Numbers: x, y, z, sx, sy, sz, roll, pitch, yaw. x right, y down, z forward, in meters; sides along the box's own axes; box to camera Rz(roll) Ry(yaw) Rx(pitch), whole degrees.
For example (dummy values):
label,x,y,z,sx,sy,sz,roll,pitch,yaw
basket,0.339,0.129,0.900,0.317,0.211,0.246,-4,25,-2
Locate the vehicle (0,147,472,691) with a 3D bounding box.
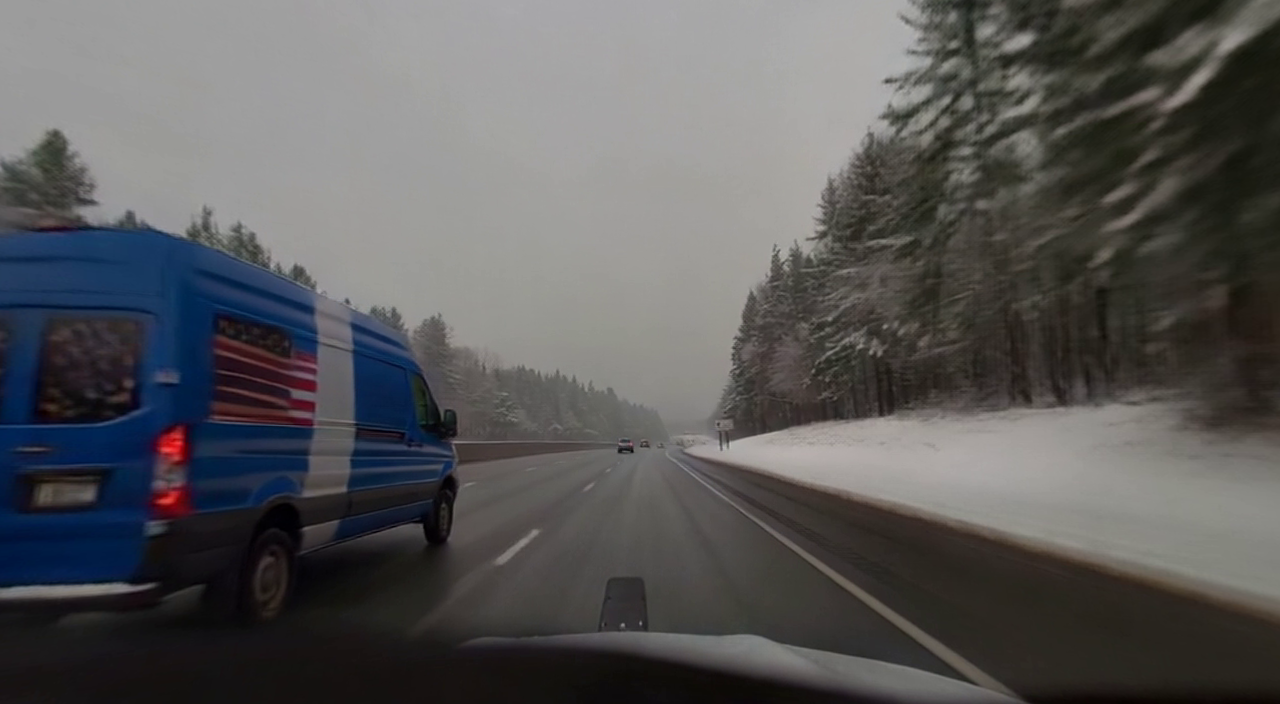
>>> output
label,x,y,z,sx,sy,sz,roll,pitch,yaw
vehicle,-3.646,0.684,6.166,2.319,2.883,5.632,-1,-8,1
